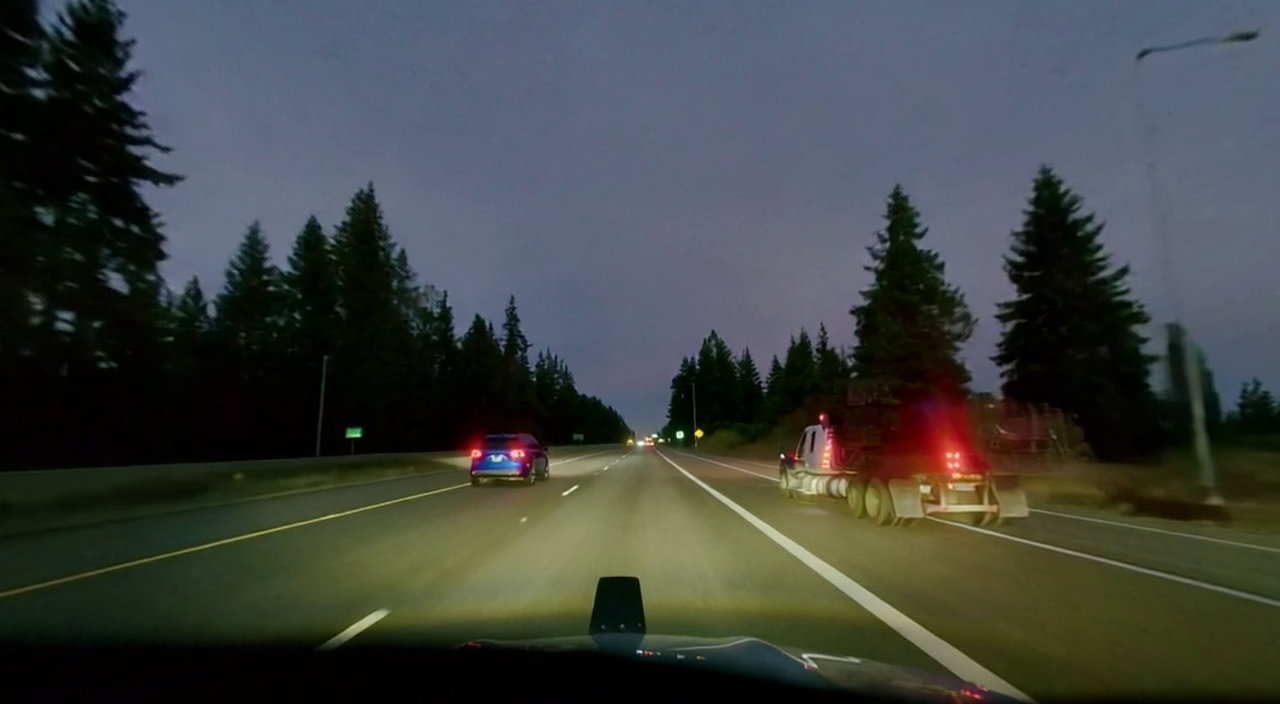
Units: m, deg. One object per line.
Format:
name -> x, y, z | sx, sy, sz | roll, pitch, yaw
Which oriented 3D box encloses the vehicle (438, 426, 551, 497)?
vehicle -> -3.954, 3.054, 18.047 | 2.084, 1.752, 4.479 | 0, -8, 1
